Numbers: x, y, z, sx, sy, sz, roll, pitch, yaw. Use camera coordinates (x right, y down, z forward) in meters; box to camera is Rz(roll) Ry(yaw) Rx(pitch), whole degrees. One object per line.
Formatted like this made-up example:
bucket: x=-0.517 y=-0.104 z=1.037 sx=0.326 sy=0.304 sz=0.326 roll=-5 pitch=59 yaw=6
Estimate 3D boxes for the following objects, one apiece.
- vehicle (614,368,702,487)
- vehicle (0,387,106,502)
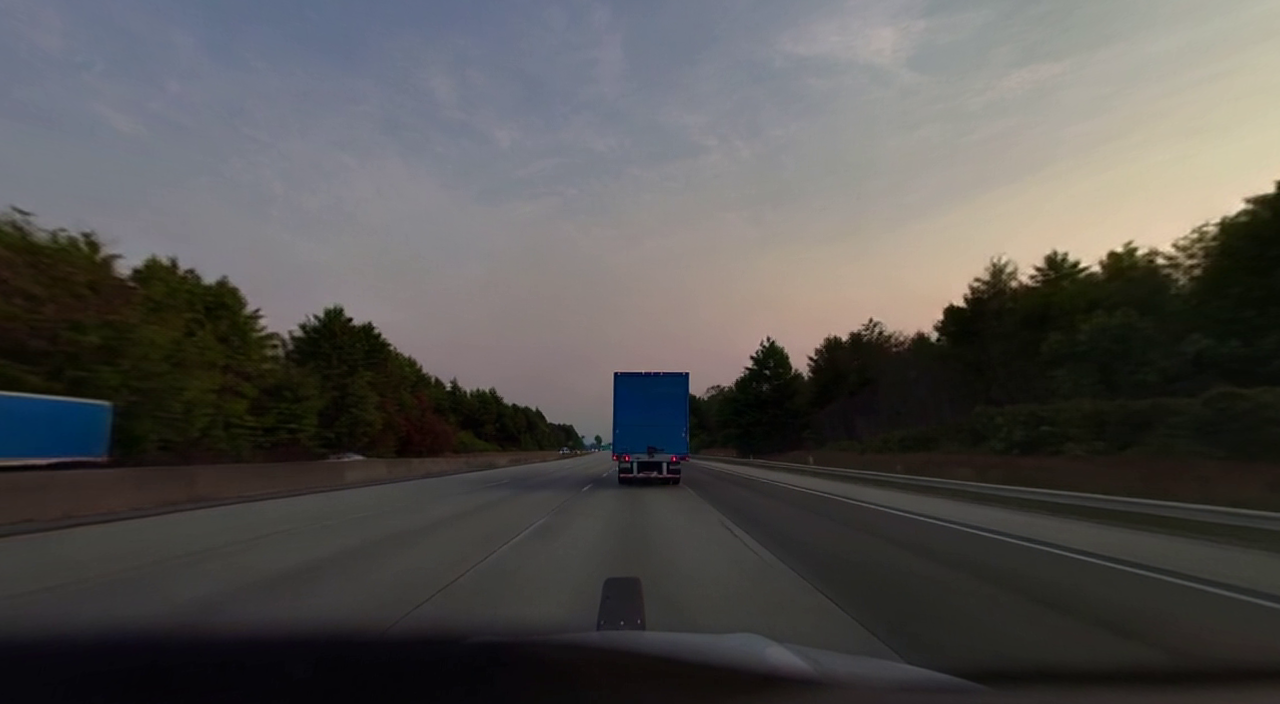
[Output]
vehicle: x=0.543 y=3.270 z=26.106 sx=2.898 sy=3.973 sz=10.063 roll=0 pitch=-9 yaw=-1
vehicle: x=-23.845 y=2.754 z=18.933 sx=2.911 sy=3.971 sz=14.598 roll=0 pitch=-9 yaw=0
